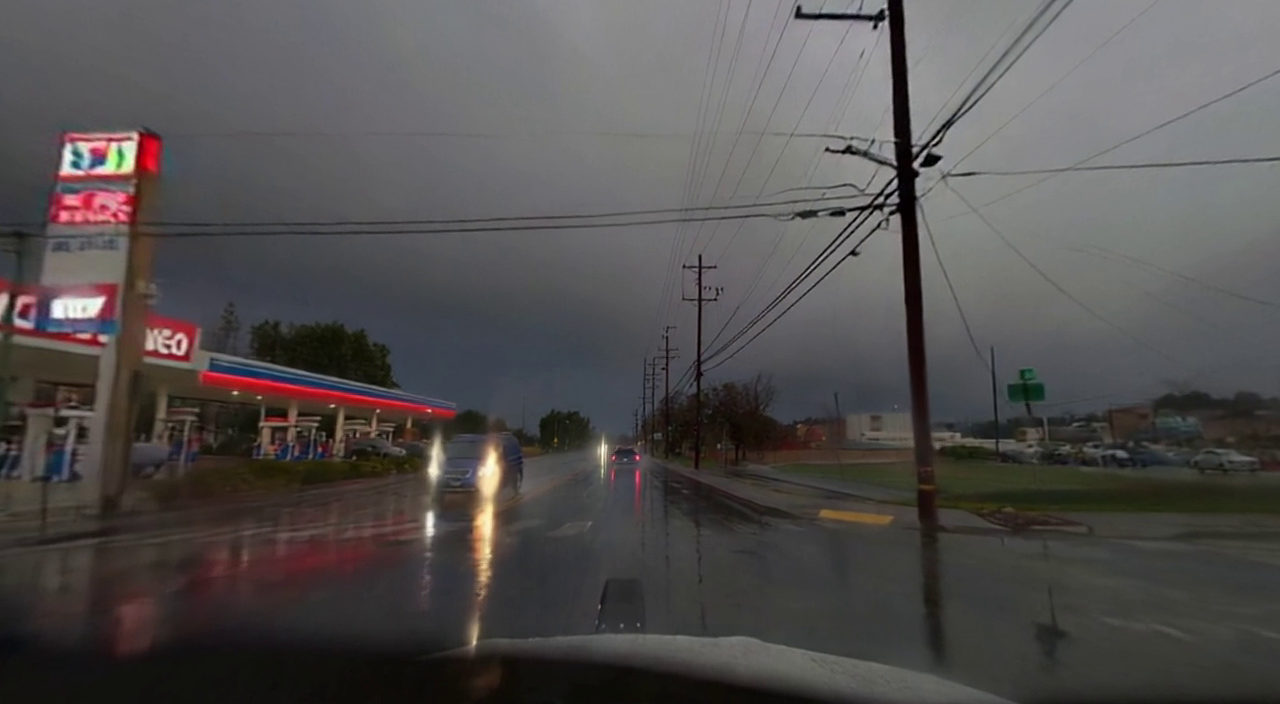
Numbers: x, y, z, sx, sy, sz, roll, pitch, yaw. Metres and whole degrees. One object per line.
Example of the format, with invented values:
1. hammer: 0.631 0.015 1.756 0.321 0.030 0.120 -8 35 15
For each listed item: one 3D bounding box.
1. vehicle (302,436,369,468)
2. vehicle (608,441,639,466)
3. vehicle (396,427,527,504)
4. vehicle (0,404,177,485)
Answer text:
1. vehicle: -18.075 5.946 37.734 1.890 1.761 4.578 1 -8 -4
2. vehicle: -1.207 7.042 44.104 2.000 1.663 4.271 1 -8 -3
3. vehicle: -4.717 3.074 17.619 2.274 1.844 4.843 0 -8 -1
4. vehicle: -18.027 2.997 20.560 2.499 2.309 4.613 1 -8 -3
